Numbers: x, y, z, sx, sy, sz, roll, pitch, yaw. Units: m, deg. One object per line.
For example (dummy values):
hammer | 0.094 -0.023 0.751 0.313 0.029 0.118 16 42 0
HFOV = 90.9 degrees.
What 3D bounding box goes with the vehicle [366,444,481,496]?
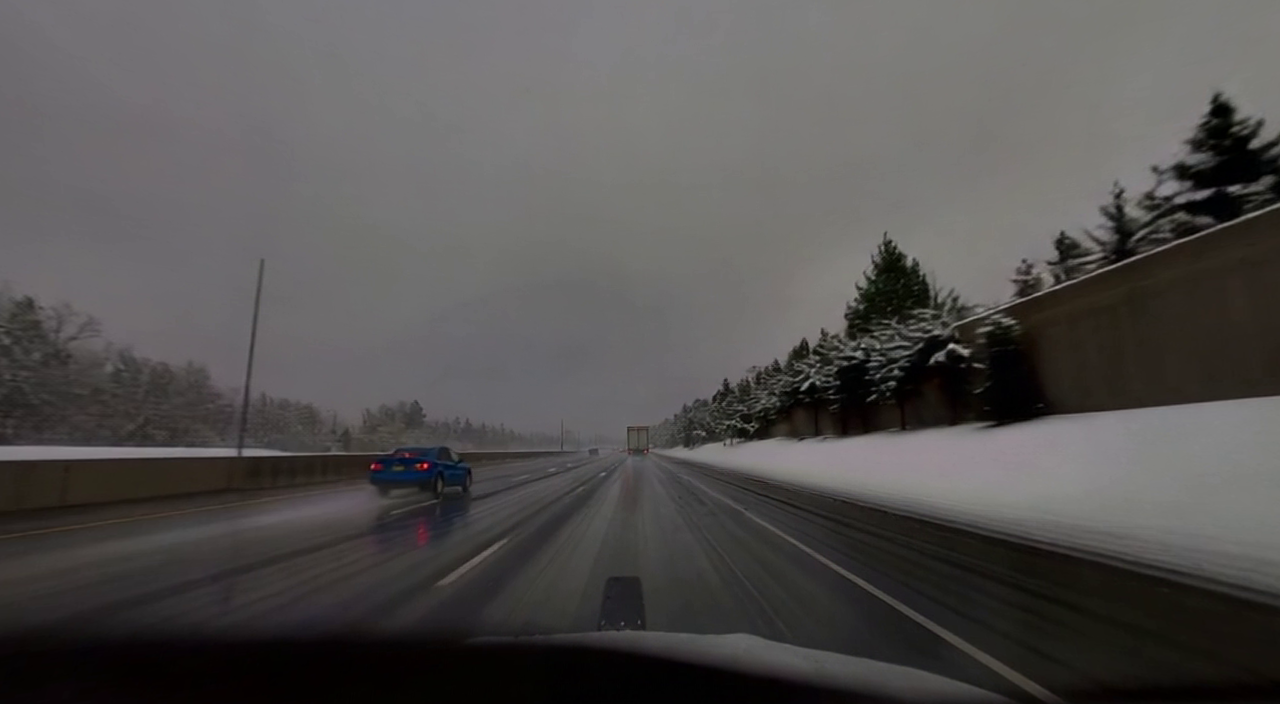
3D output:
vehicle | -6.944 3.828 20.882 2.017 1.468 5.031 0 -9 0
